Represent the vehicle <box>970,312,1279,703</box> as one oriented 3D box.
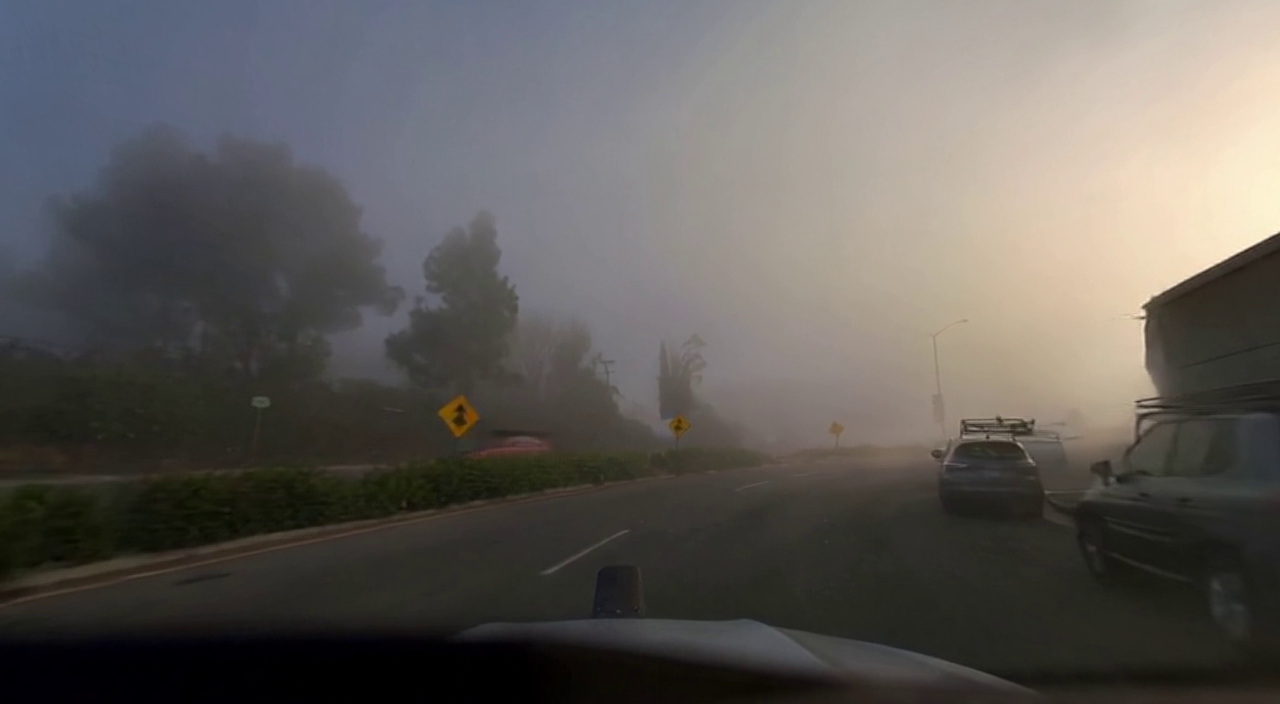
[{"bbox_3d":[4.466,1.035,4.948,2.081,1.866,4.648,-2,-9,12],"label":"vehicle"}]
